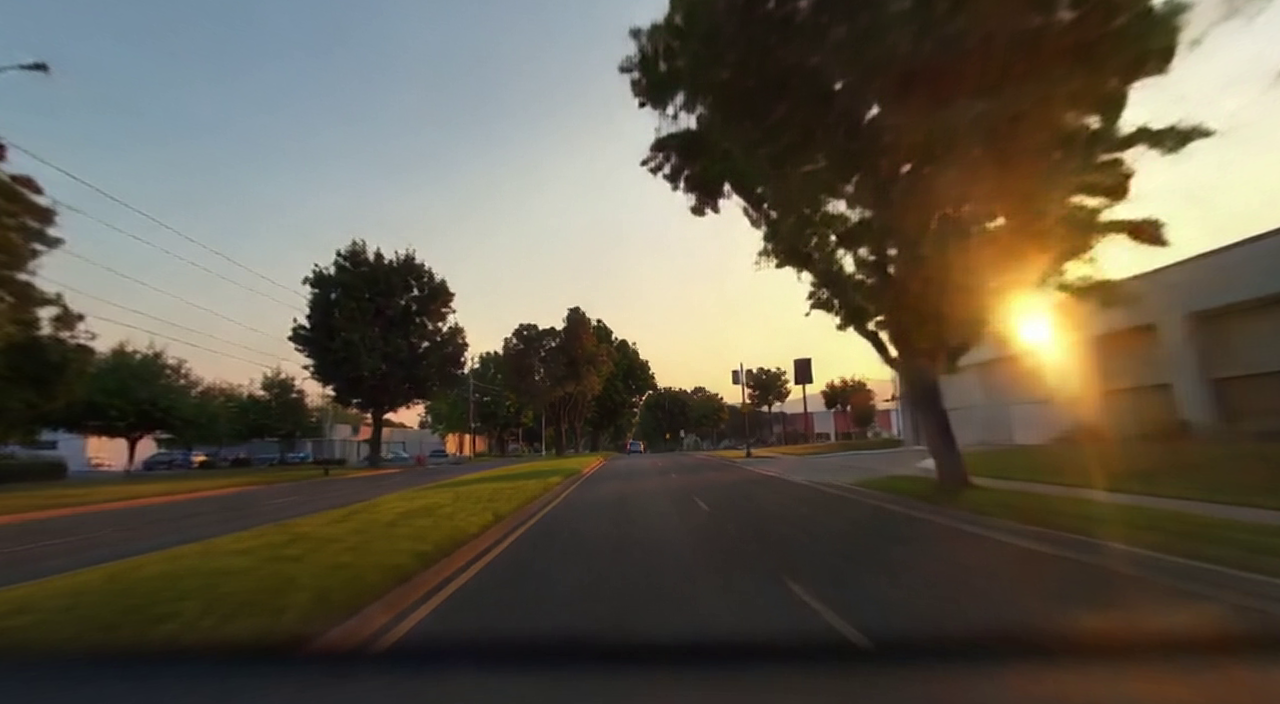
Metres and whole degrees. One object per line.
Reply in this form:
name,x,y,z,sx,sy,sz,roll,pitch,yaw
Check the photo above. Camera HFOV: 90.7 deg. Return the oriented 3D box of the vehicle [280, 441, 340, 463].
vehicle,-23.556,7.115,45.315,1.815,1.460,4.642,0,-8,0
